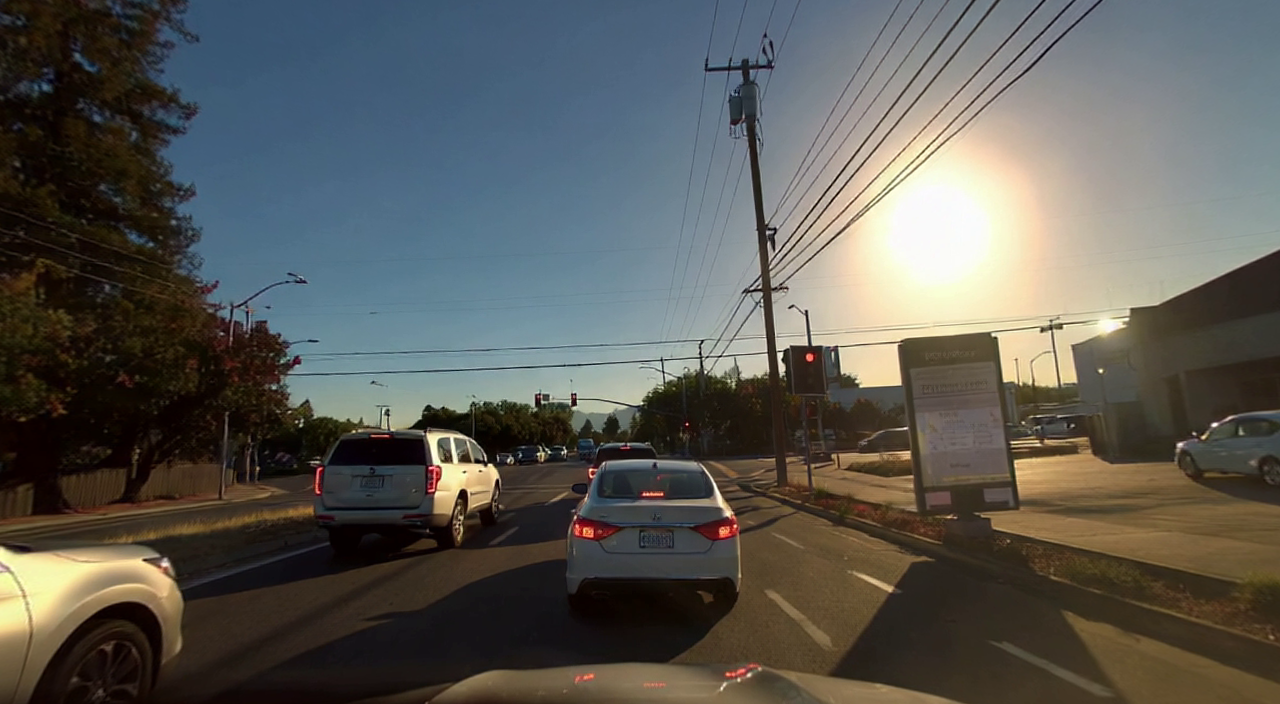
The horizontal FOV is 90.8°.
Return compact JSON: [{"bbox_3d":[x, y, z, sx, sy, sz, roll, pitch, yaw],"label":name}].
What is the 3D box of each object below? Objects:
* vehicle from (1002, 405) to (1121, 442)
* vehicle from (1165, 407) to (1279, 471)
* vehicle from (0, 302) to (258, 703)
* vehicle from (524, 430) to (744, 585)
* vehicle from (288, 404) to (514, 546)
[{"bbox_3d":[26.888,4.633,40.488,5.782,2.286,2.223,-1,-9,4],"label":"vehicle"},{"bbox_3d":[17.020,2.535,18.250,1.858,1.622,4.491,-5,-10,28],"label":"vehicle"},{"bbox_3d":[-3.600,0.638,1.530,2.085,1.943,5.053,0,-8,1],"label":"vehicle"},{"bbox_3d":[-0.105,1.800,8.145,2.121,1.474,3.968,0,-8,-2],"label":"vehicle"},{"bbox_3d":[-3.845,2.083,11.372,2.147,1.963,4.927,0,-8,0],"label":"vehicle"}]
